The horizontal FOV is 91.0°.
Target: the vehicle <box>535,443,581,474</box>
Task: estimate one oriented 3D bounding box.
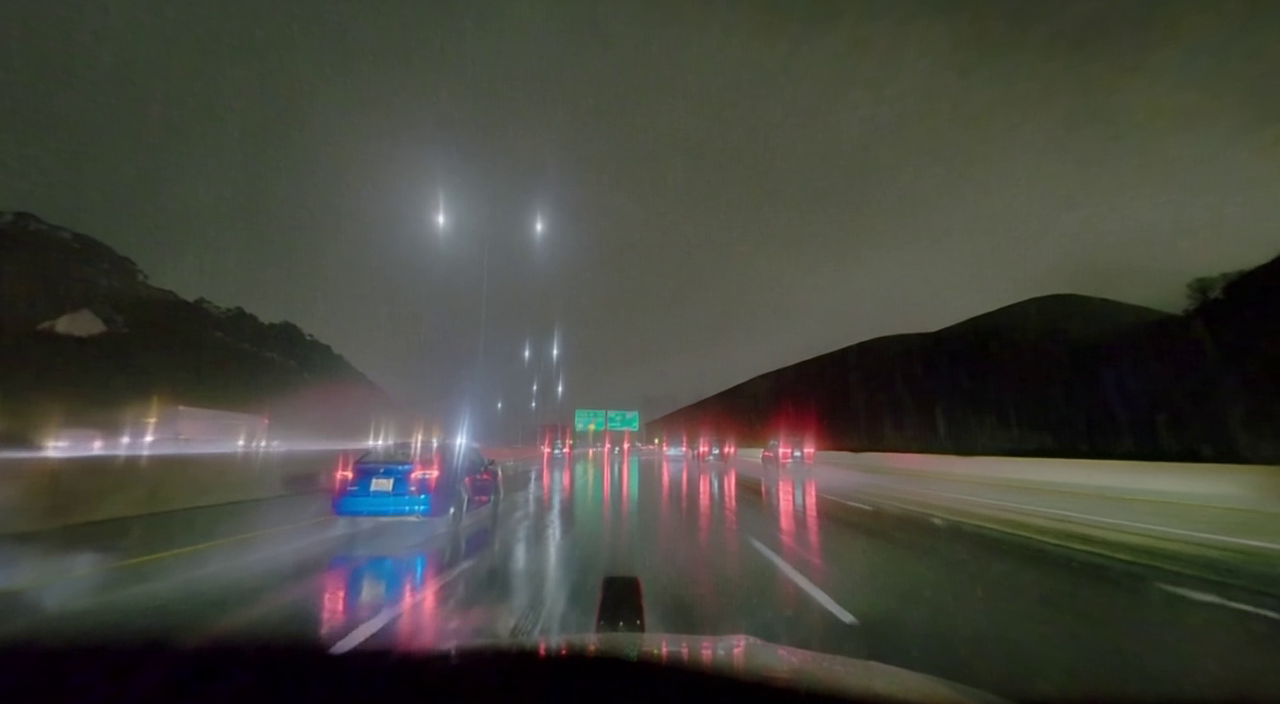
[{"bbox_3d":[-4.133,5.394,32.242,1.796,1.464,3.839,0,-9,0],"label":"vehicle"}]

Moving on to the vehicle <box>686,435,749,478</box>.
[{"bbox_3d":[3.450,4.770,28.991,2.222,1.820,4.733,0,-9,-1],"label":"vehicle"}]

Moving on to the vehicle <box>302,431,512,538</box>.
[{"bbox_3d":[-3.767,2.207,11.152,1.993,1.500,4.248,0,-9,2],"label":"vehicle"}]

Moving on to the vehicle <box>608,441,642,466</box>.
[{"bbox_3d":[-0.972,6.773,42.220,2.147,1.572,4.094,0,-9,0],"label":"vehicle"}]

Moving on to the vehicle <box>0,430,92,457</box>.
[{"bbox_3d":[-35.664,5.500,37.697,1.745,1.497,4.313,0,-9,-1],"label":"vehicle"}]
